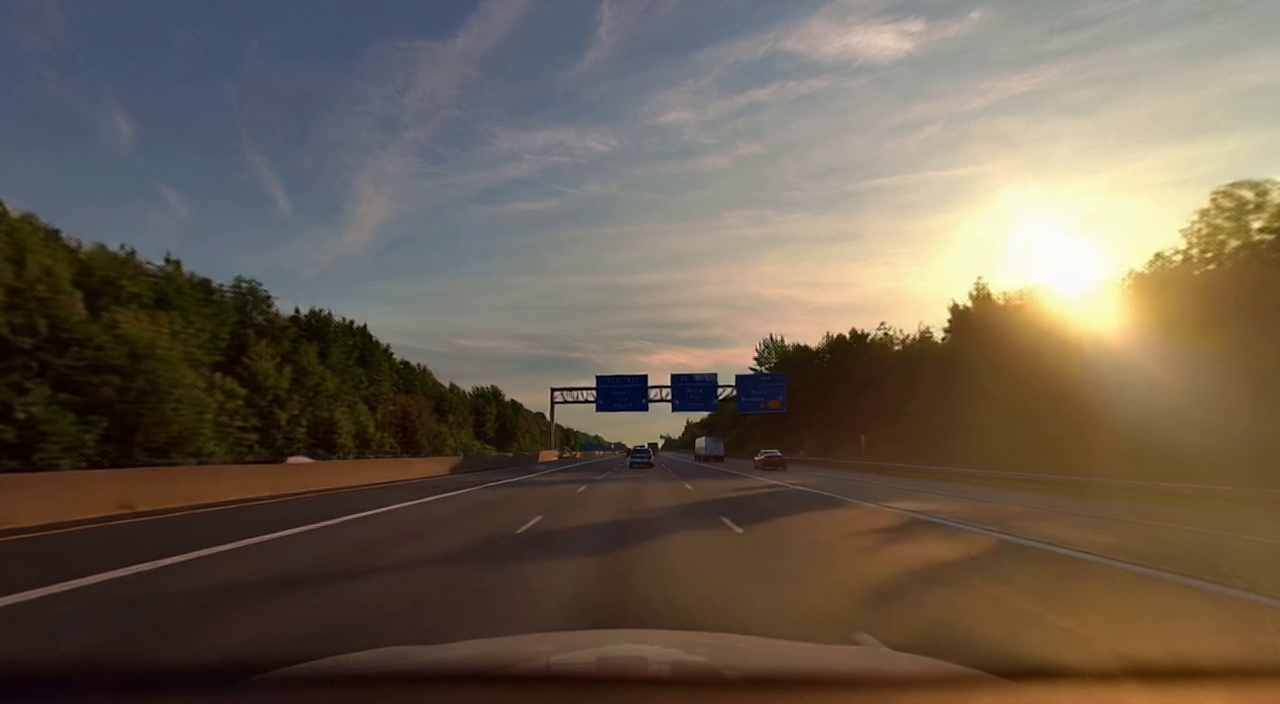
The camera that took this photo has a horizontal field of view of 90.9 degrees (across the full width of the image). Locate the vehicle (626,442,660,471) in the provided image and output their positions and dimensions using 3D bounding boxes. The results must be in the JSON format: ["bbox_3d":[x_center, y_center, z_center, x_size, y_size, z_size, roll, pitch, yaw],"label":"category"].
[{"bbox_3d":[0.202,7.113,43.015,2.167,1.847,4.097,0,-9,1],"label":"vehicle"}]

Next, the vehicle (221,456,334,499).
[{"bbox_3d":[-14.367,4.969,25.299,1.841,1.472,4.463,0,-9,0],"label":"vehicle"}]
